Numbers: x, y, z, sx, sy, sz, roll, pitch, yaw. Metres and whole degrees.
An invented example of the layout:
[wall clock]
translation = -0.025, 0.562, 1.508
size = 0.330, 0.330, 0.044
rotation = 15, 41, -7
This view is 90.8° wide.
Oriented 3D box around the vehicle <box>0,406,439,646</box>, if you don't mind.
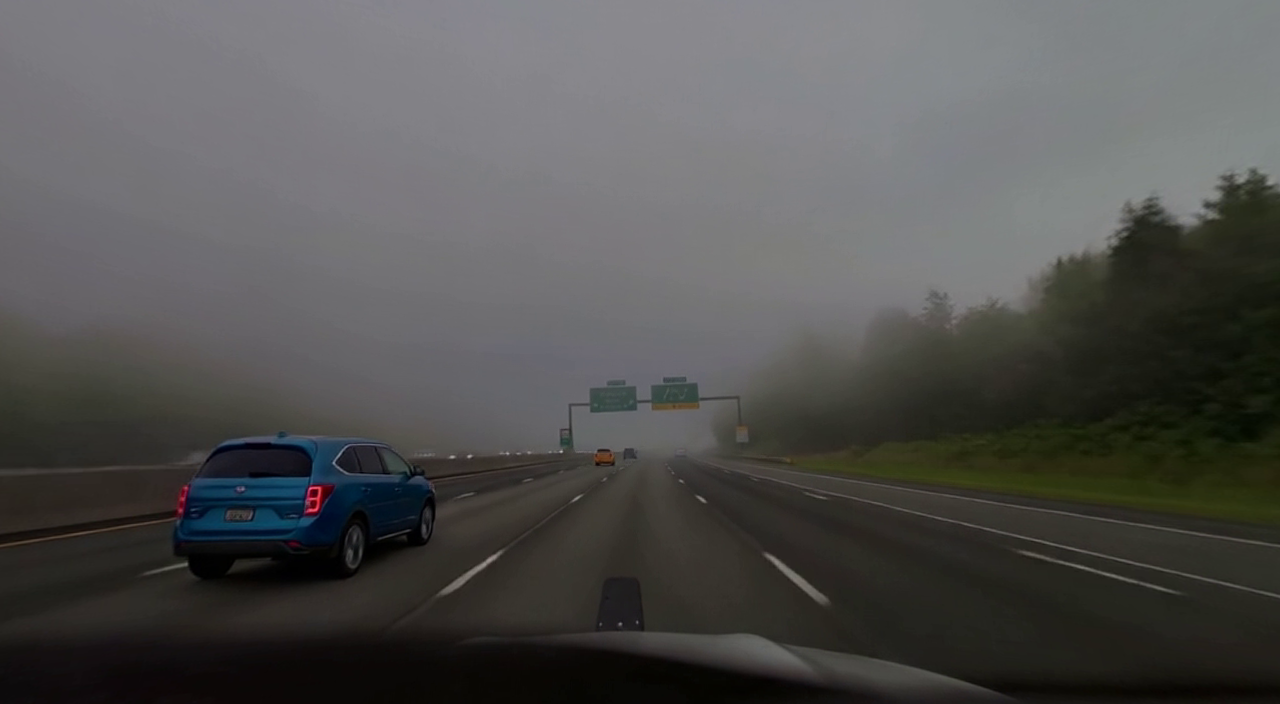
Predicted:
[vehicle]
translation = -3.780, 1.501, 6.455
size = 2.016, 1.623, 4.126
rotation = 0, -9, 1
